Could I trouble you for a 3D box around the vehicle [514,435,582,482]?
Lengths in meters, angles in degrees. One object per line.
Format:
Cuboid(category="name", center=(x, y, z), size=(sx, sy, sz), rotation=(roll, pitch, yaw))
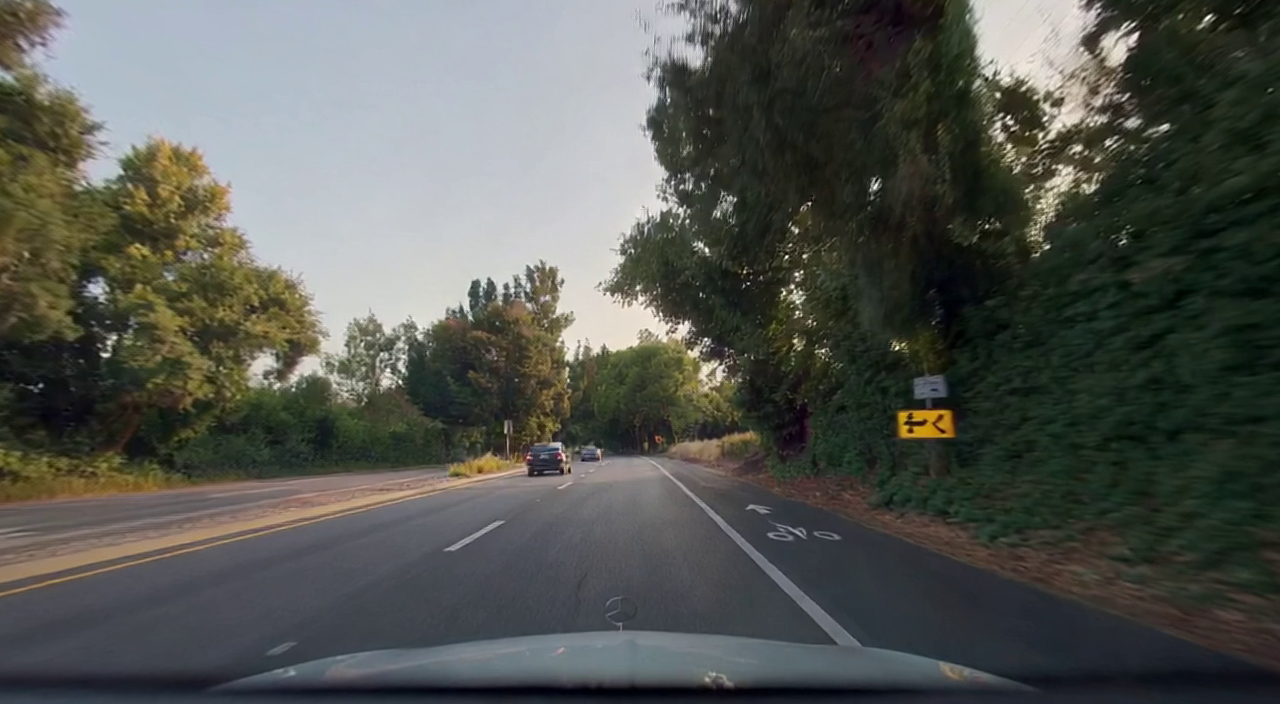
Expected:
Cuboid(category="vehicle", center=(-4.004, 4.743, 28.483), size=(2.246, 1.885, 5.275), rotation=(0, -9, 0))
